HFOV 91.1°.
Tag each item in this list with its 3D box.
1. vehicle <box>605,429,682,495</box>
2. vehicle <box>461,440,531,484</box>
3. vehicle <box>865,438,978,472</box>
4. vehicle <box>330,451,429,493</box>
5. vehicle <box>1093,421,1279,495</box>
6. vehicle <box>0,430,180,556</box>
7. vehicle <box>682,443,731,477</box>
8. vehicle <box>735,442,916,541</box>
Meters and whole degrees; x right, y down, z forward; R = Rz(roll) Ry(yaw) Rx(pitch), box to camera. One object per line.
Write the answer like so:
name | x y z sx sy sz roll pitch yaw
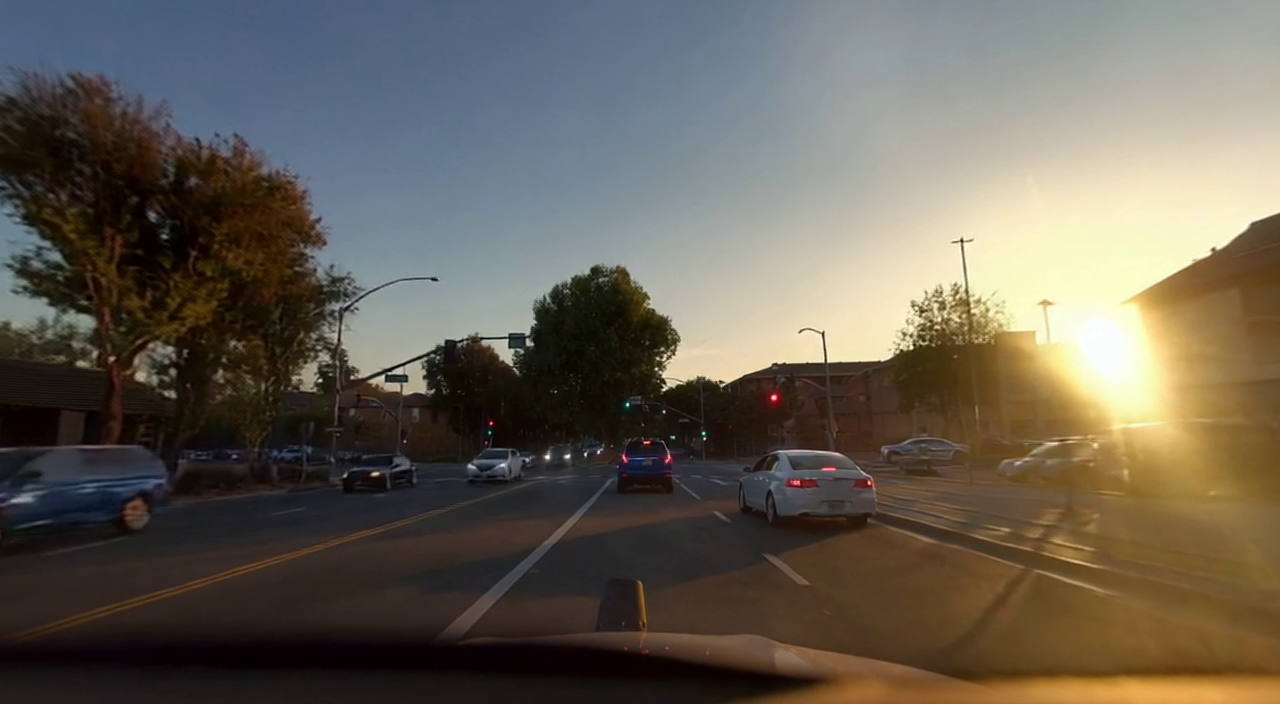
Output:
vehicle | 0.093 3.610 20.917 2.296 1.947 4.168 0 -8 0
vehicle | -6.416 4.944 28.526 2.092 1.802 4.270 0 -8 1
vehicle | 13.675 5.024 30.745 4.507 1.610 2.045 0 -9 0
vehicle | -10.007 4.615 24.557 1.962 1.458 4.505 0 -8 0
vehicle | 13.685 2.447 14.672 4.648 1.583 2.018 0 -9 -3
vehicle | -10.172 2.159 9.930 2.161 1.764 4.725 0 -8 0
vehicle | 3.584 5.908 34.592 2.138 1.729 4.178 0 -8 -1
vehicle | 3.154 2.455 11.790 1.900 1.478 4.425 0 -8 -2
